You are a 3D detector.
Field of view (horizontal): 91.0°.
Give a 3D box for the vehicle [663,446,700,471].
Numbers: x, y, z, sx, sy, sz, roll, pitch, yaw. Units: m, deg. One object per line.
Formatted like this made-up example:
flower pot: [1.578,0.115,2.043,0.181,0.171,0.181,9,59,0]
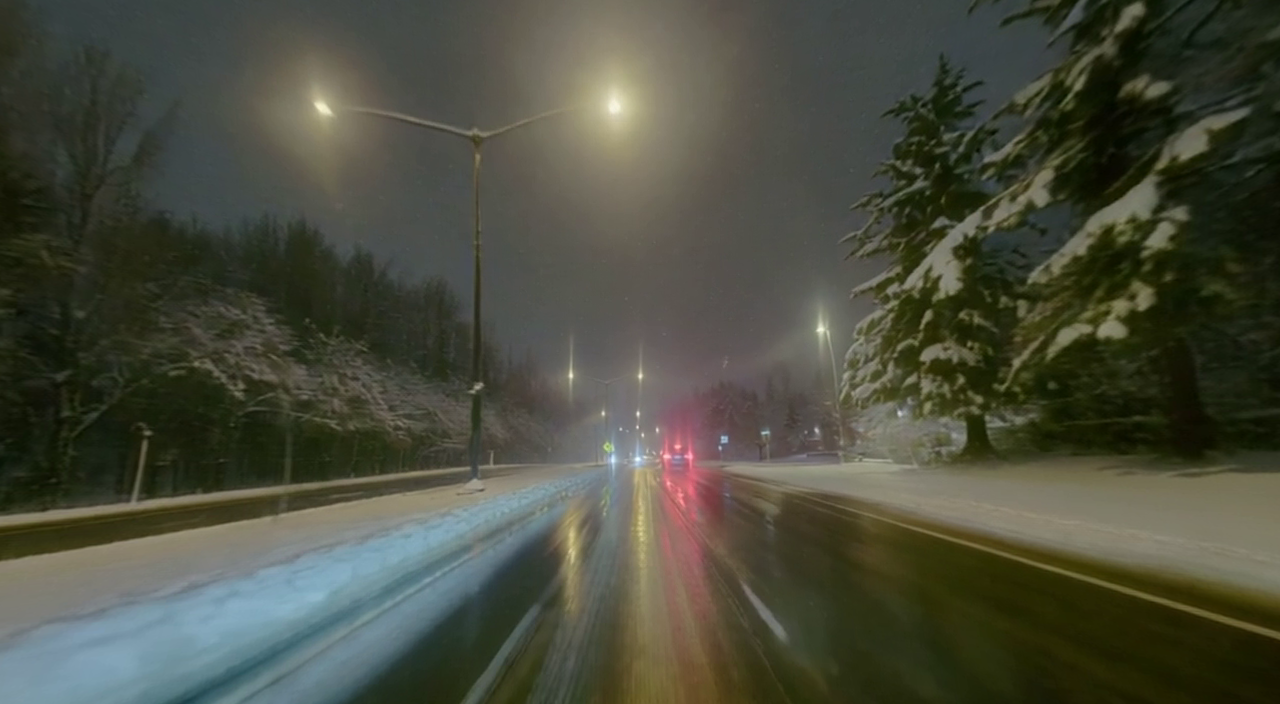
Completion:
vehicle: [2.636,6.942,41.260,2.044,1.537,4.528,0,-9,-1]
